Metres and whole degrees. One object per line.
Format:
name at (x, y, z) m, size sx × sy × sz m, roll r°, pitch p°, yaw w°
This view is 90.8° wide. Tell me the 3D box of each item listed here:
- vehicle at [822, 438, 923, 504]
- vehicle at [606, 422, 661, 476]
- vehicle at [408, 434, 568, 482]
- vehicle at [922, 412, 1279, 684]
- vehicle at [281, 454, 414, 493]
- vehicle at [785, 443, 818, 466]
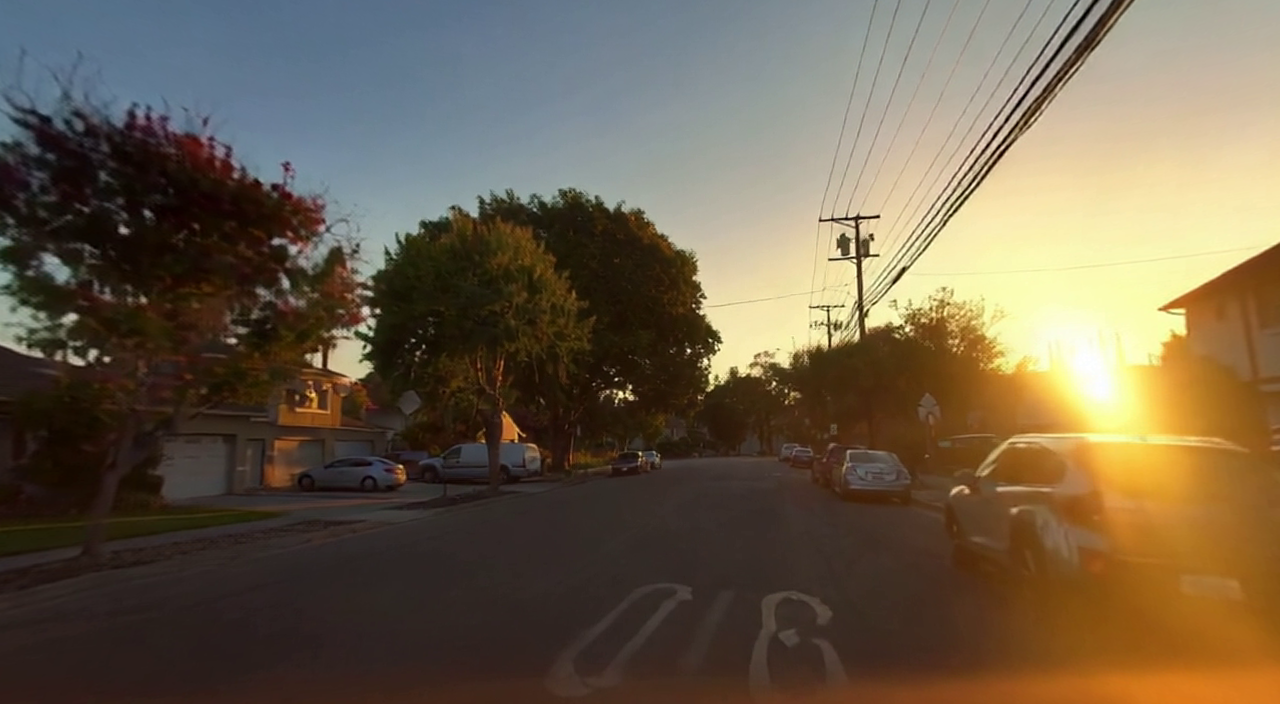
vehicle at (5.771, 2.962, 16.139) m, size 1.845 × 1.453 × 3.792 m, roll -2°, pitch -9°, yaw 12°
vehicle at (-0.297, 5.803, 37.892) m, size 2.199 × 2.902 × 5.848 m, roll -2°, pitch -9°, yaw 10°
vehicle at (-6.735, 4.726, 28.318) m, size 6.488 × 2.009 × 2.354 m, roll -2°, pitch -9°, yaw 11°
vehicle at (3.806, 1.381, 5.335) m, size 1.908 × 1.572 × 3.105 m, roll -2°, pitch -9°, yaw 12°
vehicle at (-11.528, 4.782, 25.034) m, size 4.481 × 1.420 × 1.712 m, roll -1°, pitch -9°, yaw 8°
vehicle at (10.860, 6.898, 42.608) m, size 1.743 × 1.440 × 3.732 m, roll -1°, pitch -9°, yaw 9°
